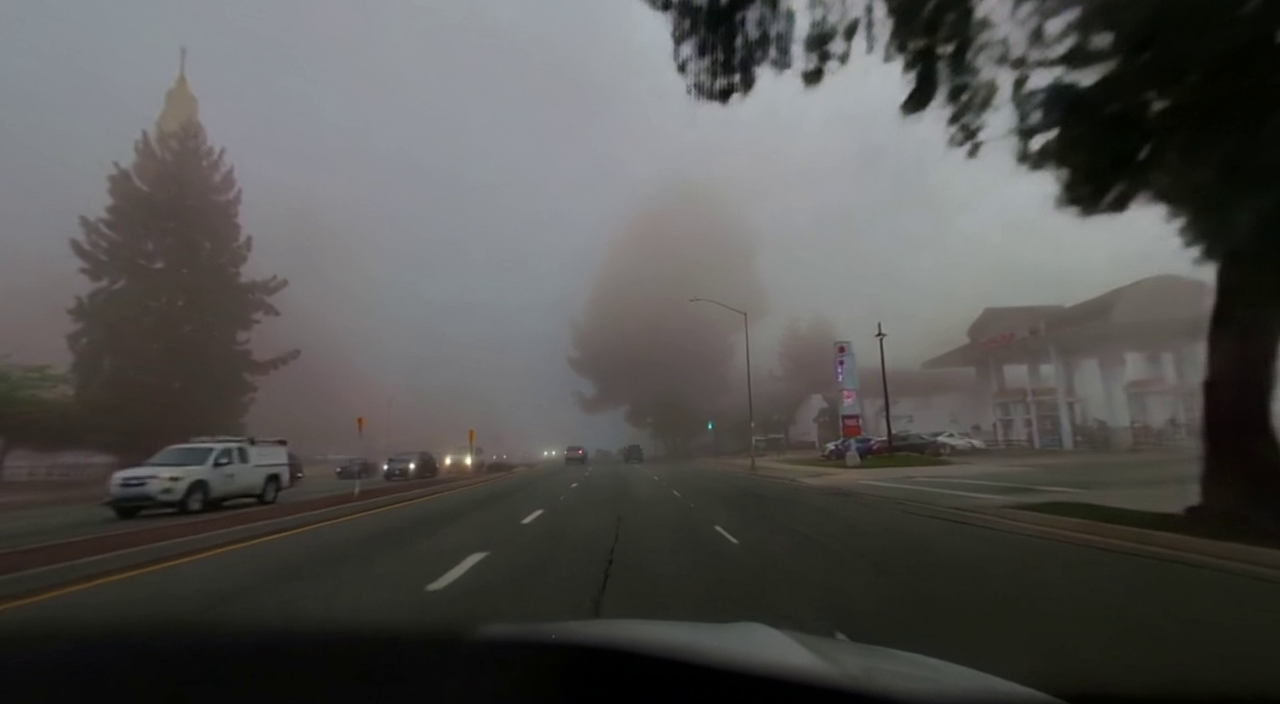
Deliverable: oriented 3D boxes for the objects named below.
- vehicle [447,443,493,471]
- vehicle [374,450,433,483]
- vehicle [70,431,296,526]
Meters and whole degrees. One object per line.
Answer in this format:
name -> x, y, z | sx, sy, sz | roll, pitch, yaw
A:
vehicle -> -12.581, 7.777, 47.095 | 2.229, 1.957, 5.057 | 0, -9, -3
vehicle -> -11.756, 5.674, 31.624 | 1.771, 1.508, 3.453 | 0, -9, -3
vehicle -> -11.246, 3.111, 16.195 | 2.206, 1.922, 4.968 | -3, -8, -2
